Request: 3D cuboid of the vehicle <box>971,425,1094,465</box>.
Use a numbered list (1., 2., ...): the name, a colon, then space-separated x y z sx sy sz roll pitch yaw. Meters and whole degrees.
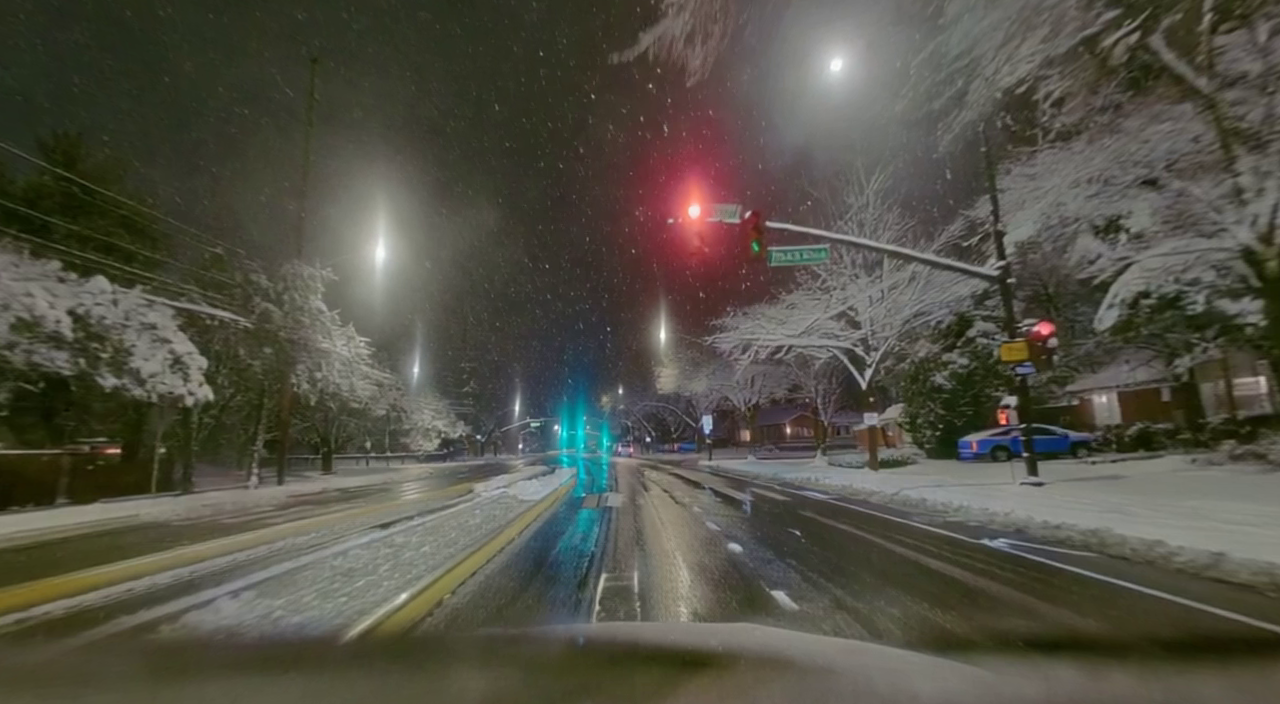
1. vehicle: 18.304 4.358 29.557 4.631 1.757 2.026 2 -9 -10
